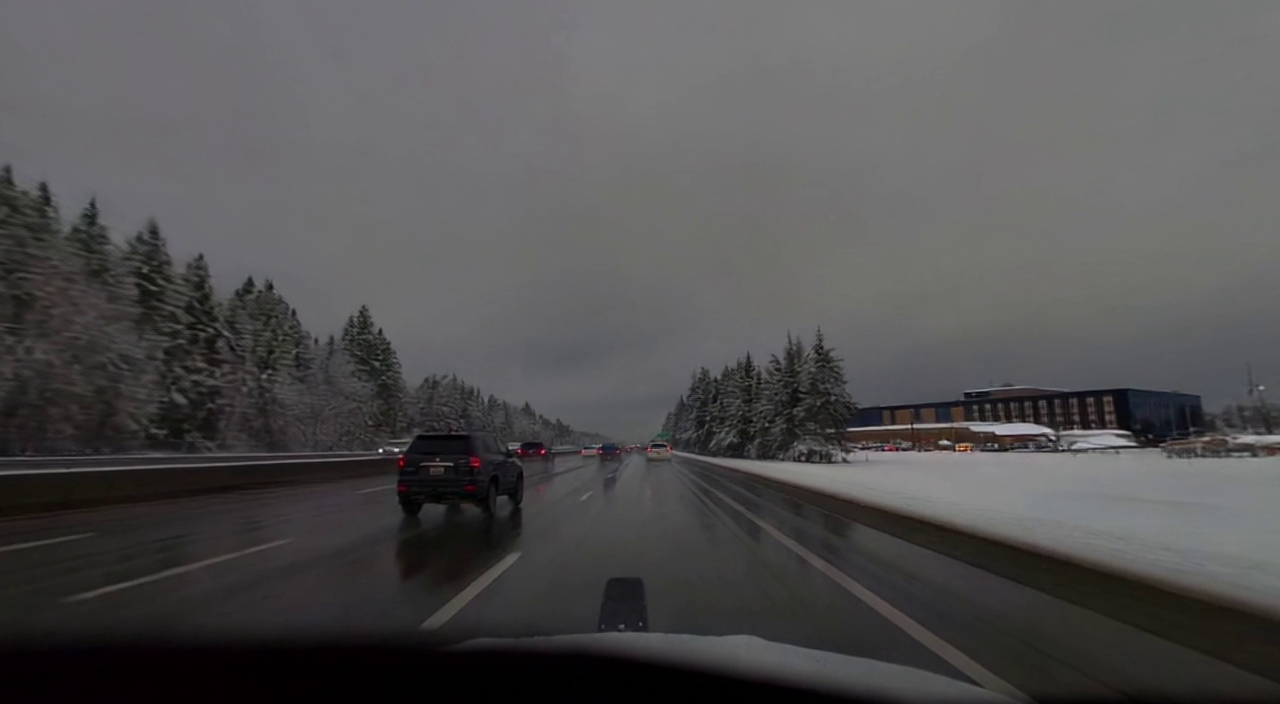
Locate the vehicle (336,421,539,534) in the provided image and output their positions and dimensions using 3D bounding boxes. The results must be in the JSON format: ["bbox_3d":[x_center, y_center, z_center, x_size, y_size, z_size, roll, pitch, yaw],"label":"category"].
[{"bbox_3d":[-3.505,2.280,12.144,2.136,1.718,4.873,0,-8,2],"label":"vehicle"}]

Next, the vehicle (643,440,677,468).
[{"bbox_3d":[1.279,6.693,41.559,2.135,1.697,4.757,0,-8,1],"label":"vehicle"}]
